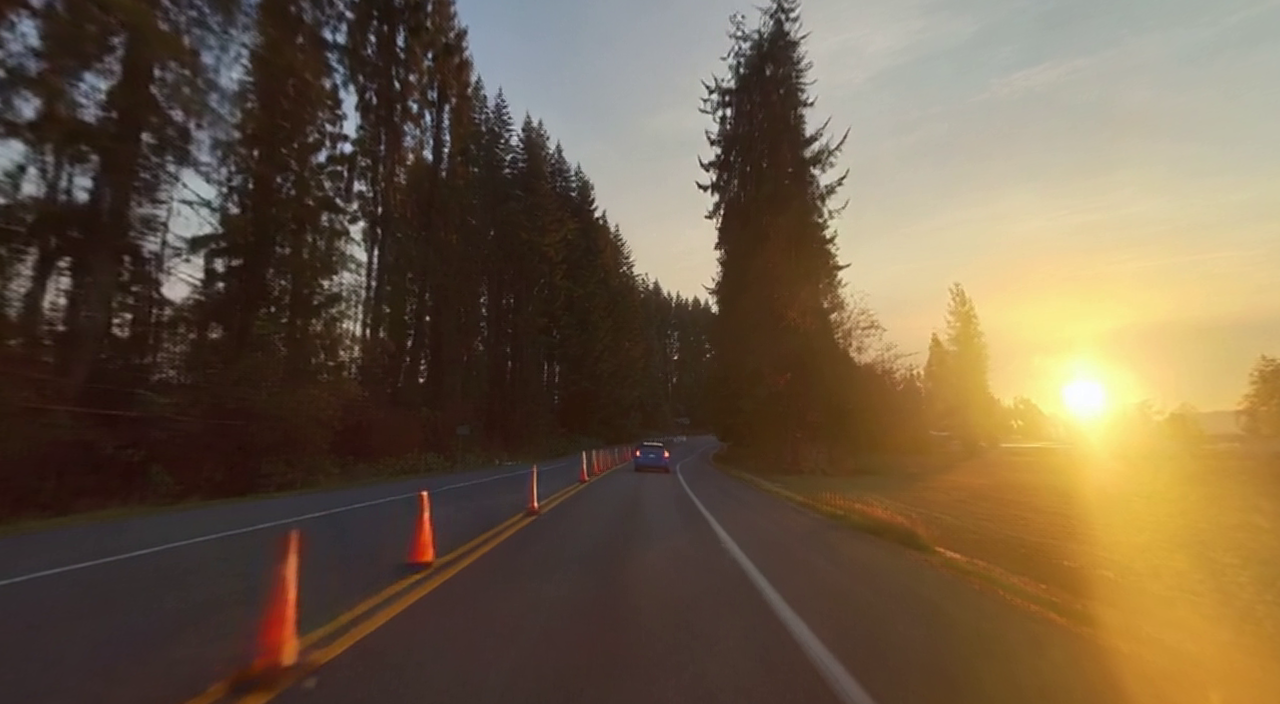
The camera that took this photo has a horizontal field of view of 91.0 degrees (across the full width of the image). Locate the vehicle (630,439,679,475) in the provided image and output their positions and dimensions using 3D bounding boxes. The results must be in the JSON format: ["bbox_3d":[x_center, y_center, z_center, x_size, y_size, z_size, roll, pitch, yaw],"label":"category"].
[{"bbox_3d":[0.689,4.719,28.548,2.042,1.489,3.963,0,-9,2],"label":"vehicle"}]
